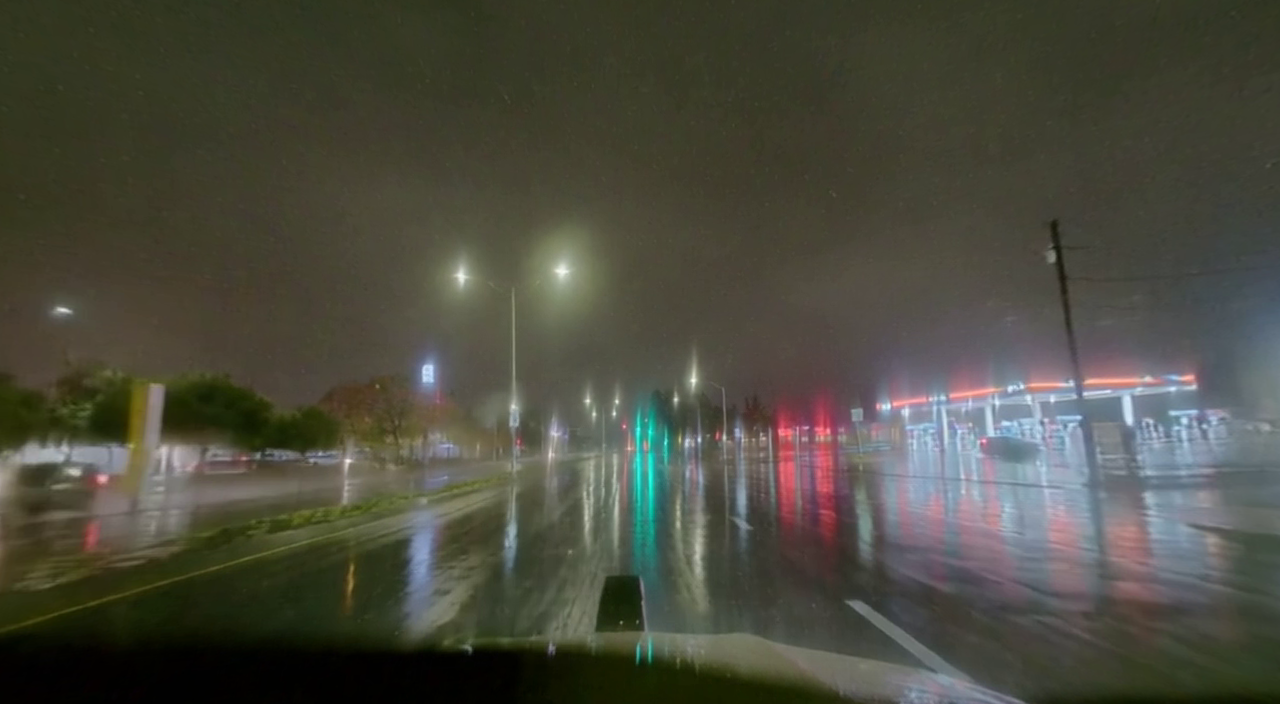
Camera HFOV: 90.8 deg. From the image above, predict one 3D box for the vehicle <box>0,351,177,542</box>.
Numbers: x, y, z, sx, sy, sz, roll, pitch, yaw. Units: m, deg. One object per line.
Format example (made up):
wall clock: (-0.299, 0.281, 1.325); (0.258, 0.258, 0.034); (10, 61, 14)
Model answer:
vehicle: (-12.394, 1.954, 13.327); (2.509, 3.502, 3.191); (-1, -8, 3)

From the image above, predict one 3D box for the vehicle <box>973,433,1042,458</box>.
vehicle: (23.114, 5.938, 39.936); (1.747, 1.371, 4.368); (-3, -10, 0)
